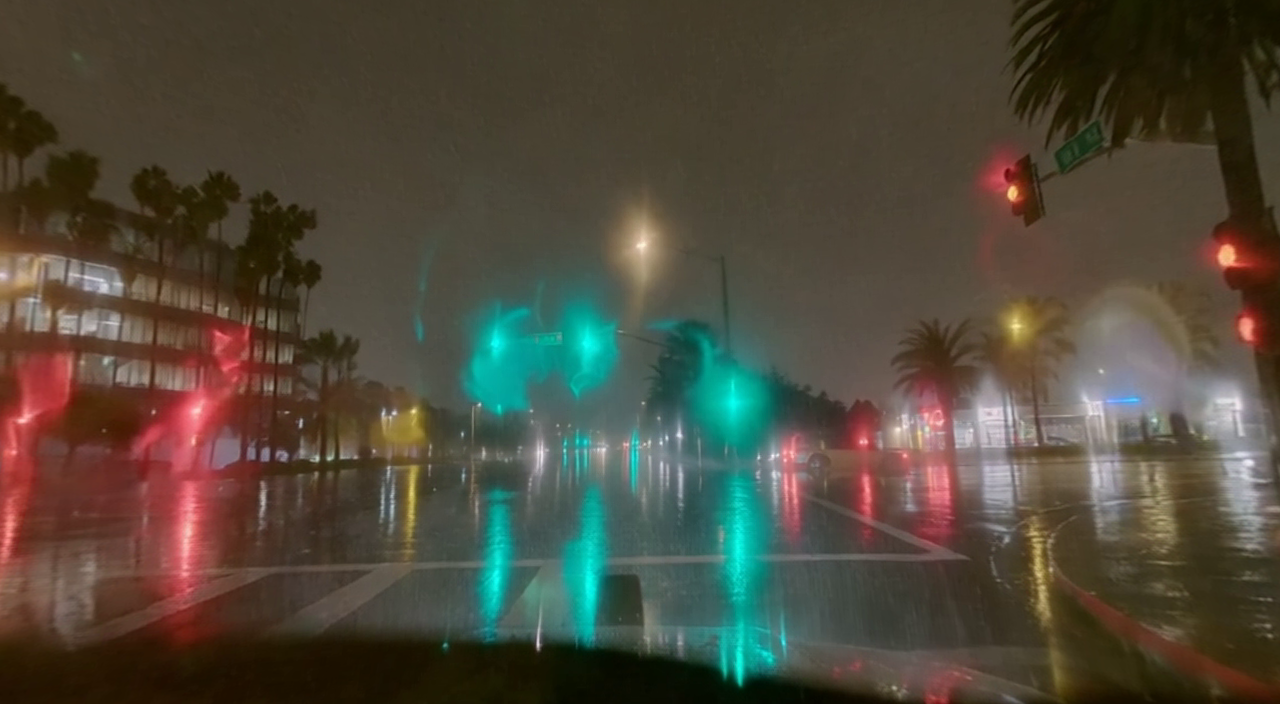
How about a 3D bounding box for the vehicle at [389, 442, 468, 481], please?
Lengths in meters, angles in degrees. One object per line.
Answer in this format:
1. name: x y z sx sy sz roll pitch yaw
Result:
1. vehicle: -10.742 5.581 32.364 2.270 1.833 4.860 0 -9 1
